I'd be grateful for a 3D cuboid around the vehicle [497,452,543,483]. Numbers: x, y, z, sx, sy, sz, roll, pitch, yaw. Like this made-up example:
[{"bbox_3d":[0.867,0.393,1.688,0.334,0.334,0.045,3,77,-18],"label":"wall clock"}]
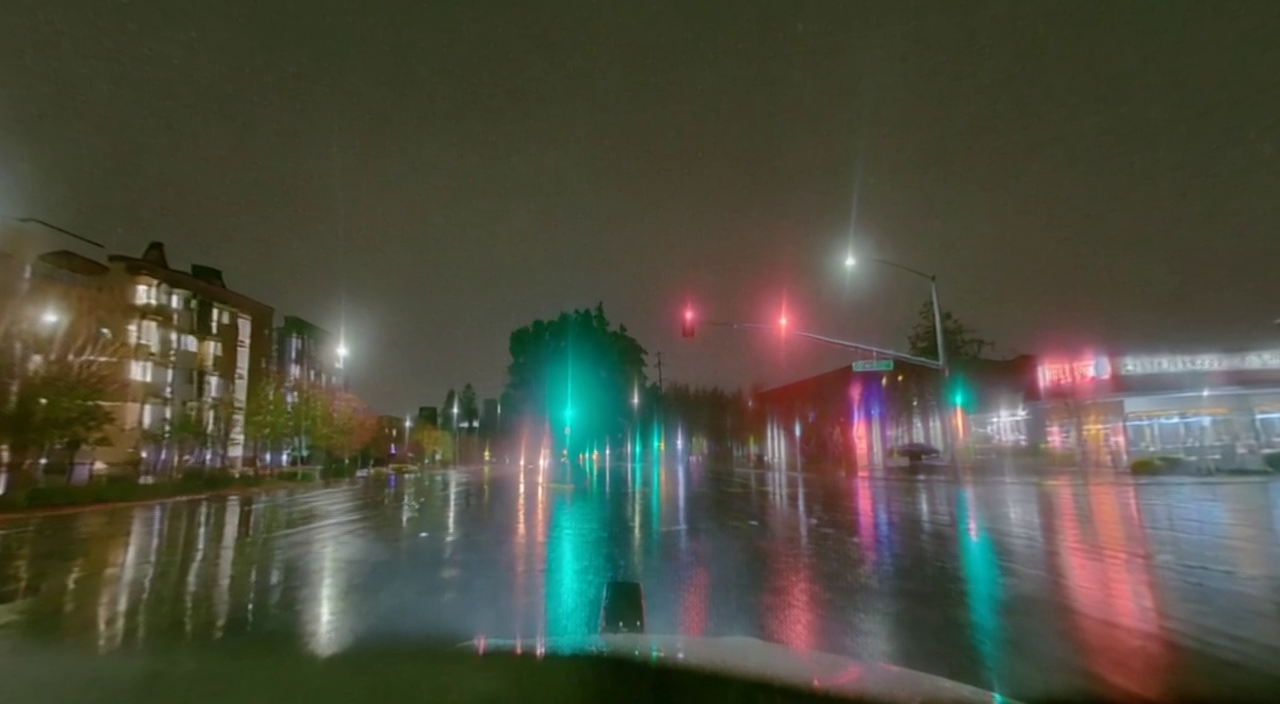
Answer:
[{"bbox_3d":[-6.369,6.158,33.953,1.894,1.474,4.332,0,-8,-3],"label":"vehicle"}]
